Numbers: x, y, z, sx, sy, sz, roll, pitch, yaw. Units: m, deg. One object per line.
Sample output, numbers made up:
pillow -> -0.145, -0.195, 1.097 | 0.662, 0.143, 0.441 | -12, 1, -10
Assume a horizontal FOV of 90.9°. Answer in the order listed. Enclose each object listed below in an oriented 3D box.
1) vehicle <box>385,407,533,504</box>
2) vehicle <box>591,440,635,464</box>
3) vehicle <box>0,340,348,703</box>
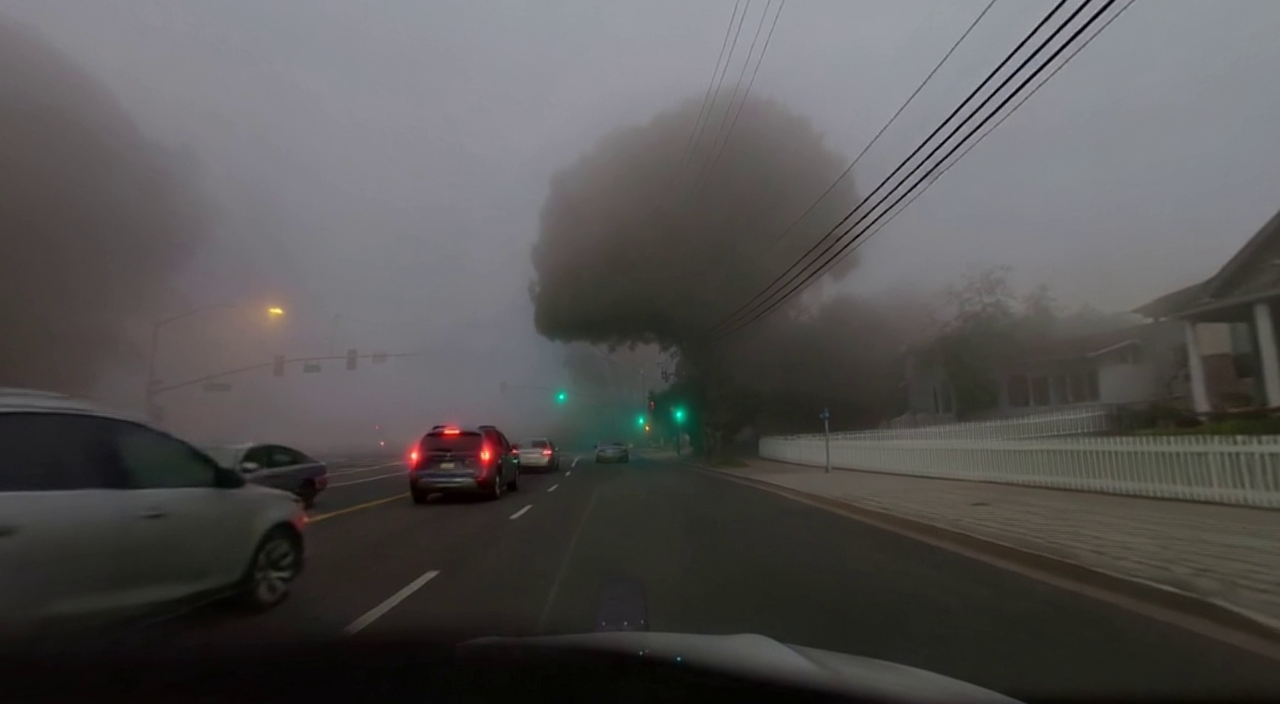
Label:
vehicle -> -4.021, 2.407, 15.073 | 2.144, 1.877, 4.899 | -1, -8, -1
vehicle -> -1.561, 5.475, 34.830 | 2.131, 1.222, 3.868 | 0, -8, -7
vehicle -> -3.629, 0.851, 2.975 | 2.181, 1.636, 4.504 | -1, -8, 2
